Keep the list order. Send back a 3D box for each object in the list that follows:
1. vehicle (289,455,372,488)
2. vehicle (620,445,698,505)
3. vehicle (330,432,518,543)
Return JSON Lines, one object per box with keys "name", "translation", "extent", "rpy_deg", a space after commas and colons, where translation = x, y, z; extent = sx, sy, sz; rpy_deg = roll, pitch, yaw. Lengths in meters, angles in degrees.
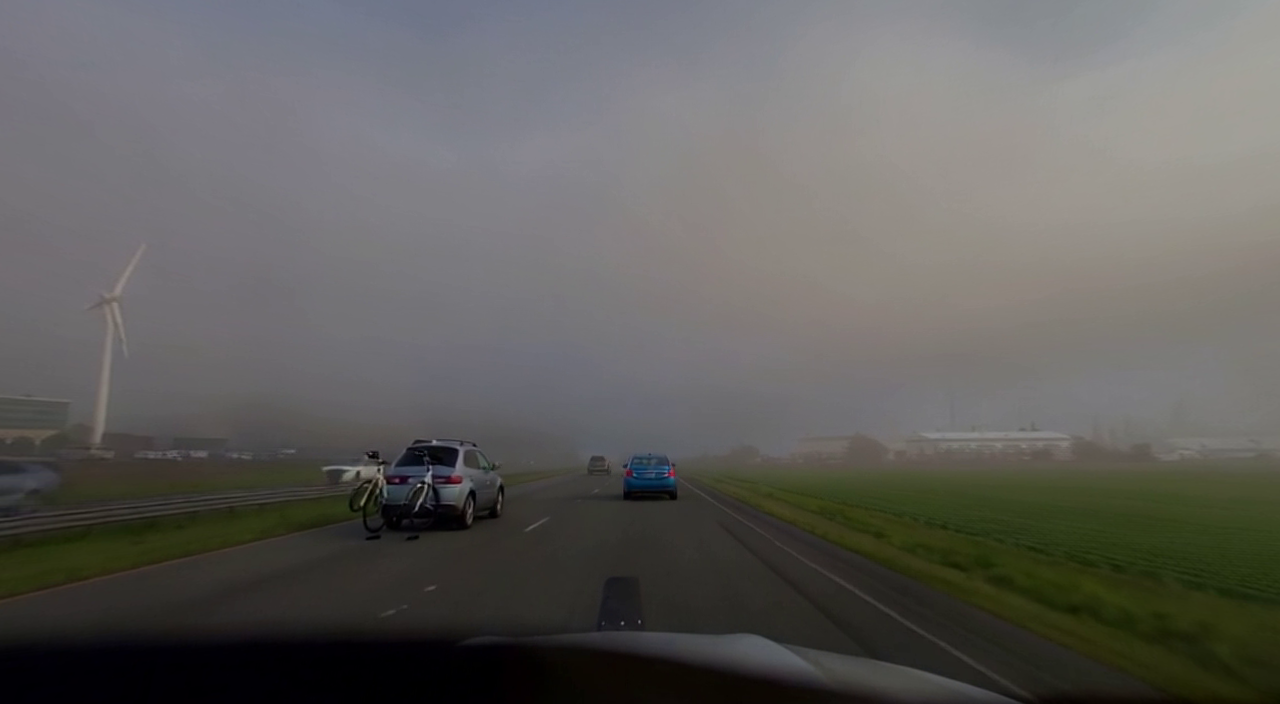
{"name": "vehicle", "translation": [-15.761, 6.088, 32.410], "extent": [1.922, 1.500, 4.584], "rpy_deg": [0, -9, 0]}
{"name": "vehicle", "translation": [0.517, 3.609, 18.899], "extent": [2.063, 1.582, 3.955], "rpy_deg": [0, -9, 0]}
{"name": "vehicle", "translation": [-3.718, 2.400, 11.766], "extent": [1.962, 1.681, 4.033], "rpy_deg": [0, -9, 2]}
